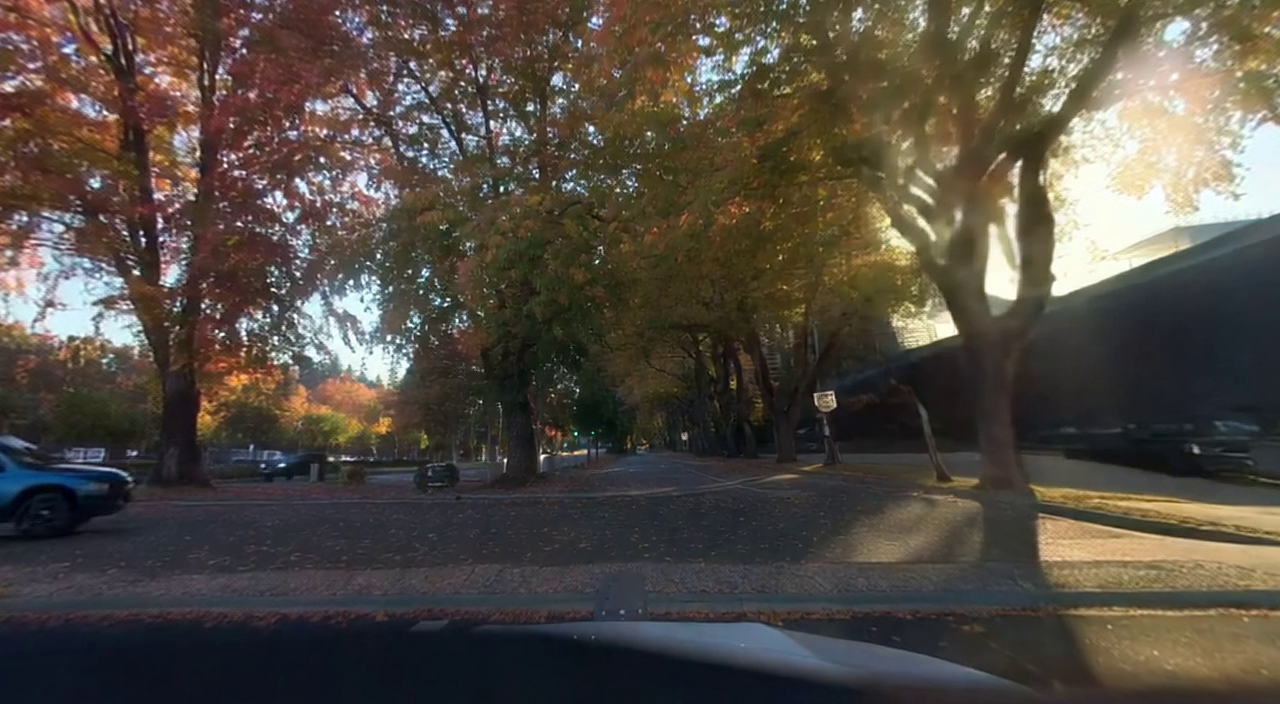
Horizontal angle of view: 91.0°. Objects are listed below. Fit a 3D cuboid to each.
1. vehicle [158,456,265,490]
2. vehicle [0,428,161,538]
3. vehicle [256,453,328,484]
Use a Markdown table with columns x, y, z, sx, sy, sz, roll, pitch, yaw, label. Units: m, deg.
| x | y | z | sx | sy | sz | roll | pitch | yaw | label |
| --- | --- | --- | --- | --- | --- | --- | --- | --- | --- |
| -23.639 | 6.652 | 34.880 | 1.907 | 1.644 | 4.410 | -7 | -11 | 37 | vehicle |
| -13.050 | 2.519 | 12.282 | 5.607 | 2.012 | 2.284 | 6 | -10 | -33 | vehicle |
| -21.194 | 7.075 | 38.417 | 1.902 | 1.720 | 3.248 | -6 | -10 | 33 | vehicle |
